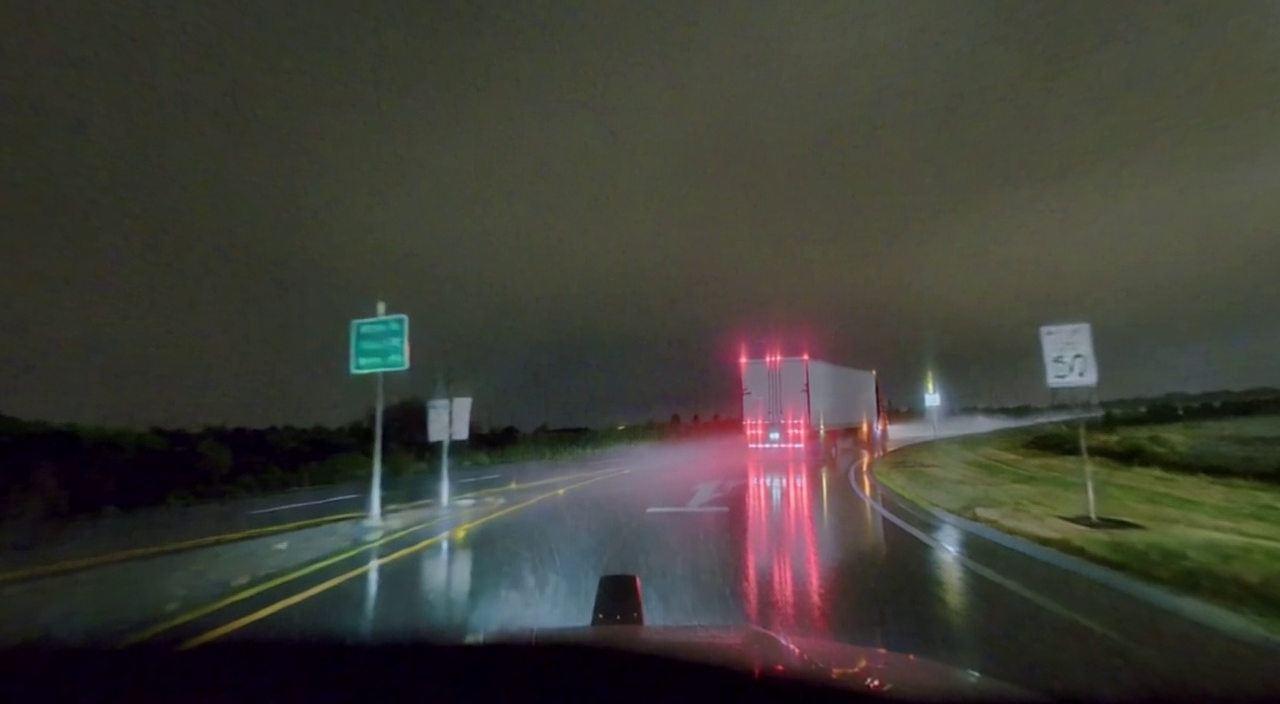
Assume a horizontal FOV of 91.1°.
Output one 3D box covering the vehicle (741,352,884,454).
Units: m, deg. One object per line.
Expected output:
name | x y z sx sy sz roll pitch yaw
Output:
vehicle | 8.057 2.534 27.994 2.837 3.712 10.484 -5 -9 33
